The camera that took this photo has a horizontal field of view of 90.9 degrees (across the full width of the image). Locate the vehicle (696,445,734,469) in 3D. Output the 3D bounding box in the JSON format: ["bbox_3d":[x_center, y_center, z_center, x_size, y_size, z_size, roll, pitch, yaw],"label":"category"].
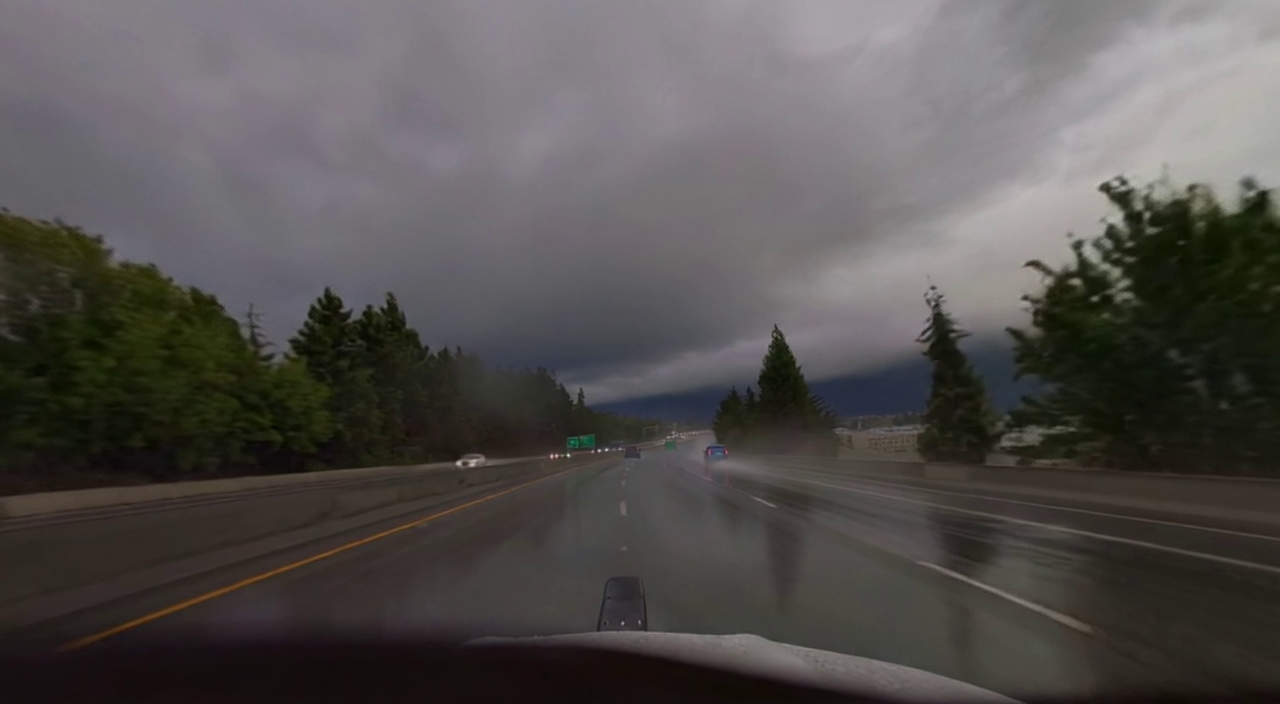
[{"bbox_3d":[5.231,7.375,44.498,2.175,1.574,3.943,0,-9,-1],"label":"vehicle"}]
